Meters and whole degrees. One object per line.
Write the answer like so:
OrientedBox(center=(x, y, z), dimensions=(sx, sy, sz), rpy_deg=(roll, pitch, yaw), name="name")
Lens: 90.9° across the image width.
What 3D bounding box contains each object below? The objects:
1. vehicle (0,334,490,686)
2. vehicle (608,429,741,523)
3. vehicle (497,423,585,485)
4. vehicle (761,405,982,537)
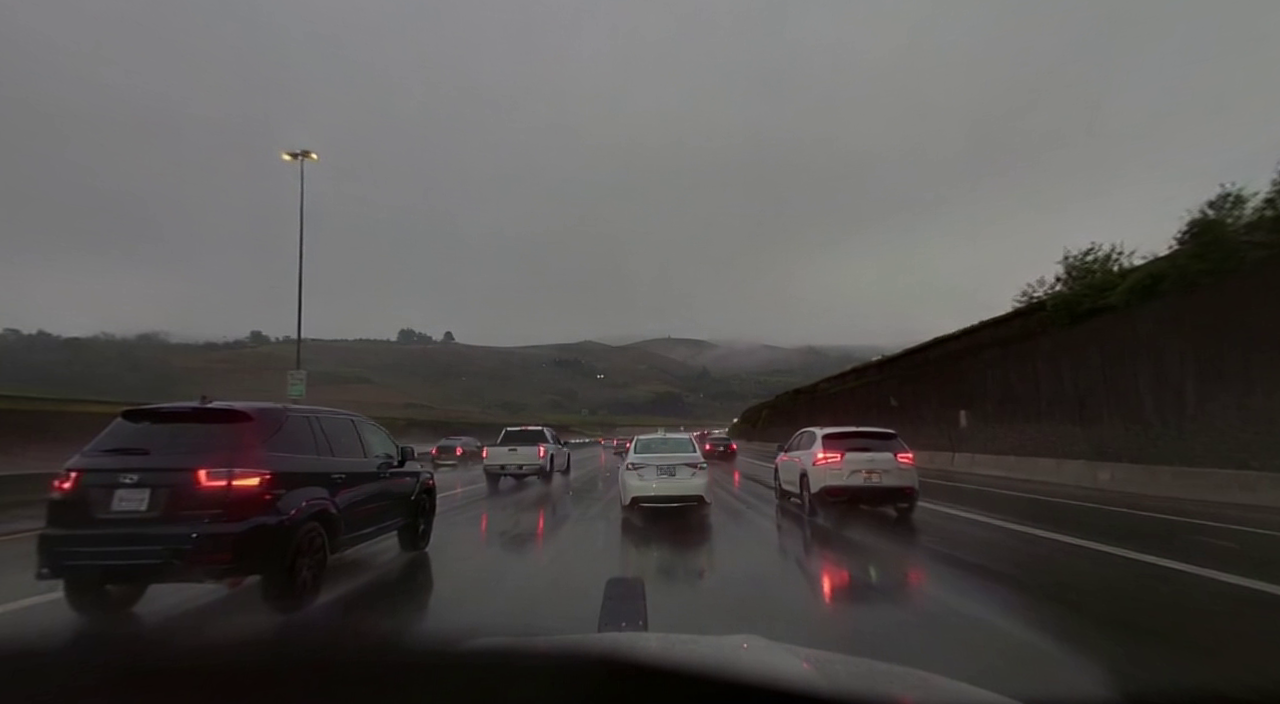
OrientedBox(center=(-3.334, 1.227, 6.180), dimensions=(2.301, 1.902, 5.374), rpy_deg=(0, -8, 1), name="vehicle")
OrientedBox(center=(0.578, 2.285, 12.239), dimensions=(2.105, 1.471, 4.349), rpy_deg=(0, -8, 1), name="vehicle")
OrientedBox(center=(-3.165, 3.390, 21.204), dimensions=(1.997, 1.806, 5.002), rpy_deg=(0, -8, 2), name="vehicle")
OrientedBox(center=(3.561, 1.932, 10.824), dimensions=(2.046, 1.765, 4.534), rpy_deg=(0, -8, 0), name="vehicle")
